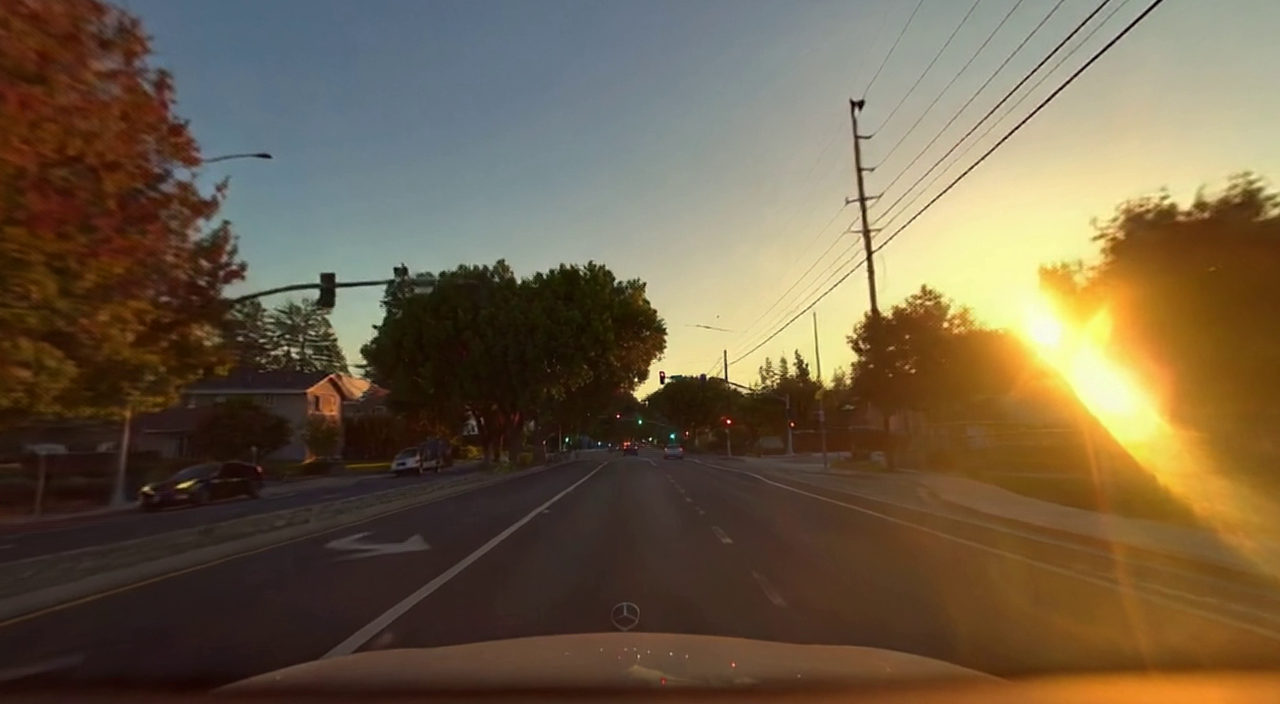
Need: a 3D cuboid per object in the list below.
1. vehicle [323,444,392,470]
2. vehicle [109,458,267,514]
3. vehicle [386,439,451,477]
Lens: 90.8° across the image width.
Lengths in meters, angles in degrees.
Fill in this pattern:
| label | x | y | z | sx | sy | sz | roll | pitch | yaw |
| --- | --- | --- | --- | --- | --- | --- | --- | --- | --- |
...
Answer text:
| label | x | y | z | sx | sy | sz | roll | pitch | yaw |
| --- | --- | --- | --- | --- | --- | --- | --- | --- | --- |
| vehicle | -21.243 | 7.890 | 47.572 | 4.323 | 1.678 | 1.890 | -2 | -7 | -1 |
| vehicle | -14.081 | 4.154 | 20.050 | 1.888 | 1.470 | 4.282 | 0 | -8 | -1 |
| vehicle | -13.871 | 6.636 | 39.954 | 2.346 | 2.217 | 5.290 | 0 | -8 | -2 |
